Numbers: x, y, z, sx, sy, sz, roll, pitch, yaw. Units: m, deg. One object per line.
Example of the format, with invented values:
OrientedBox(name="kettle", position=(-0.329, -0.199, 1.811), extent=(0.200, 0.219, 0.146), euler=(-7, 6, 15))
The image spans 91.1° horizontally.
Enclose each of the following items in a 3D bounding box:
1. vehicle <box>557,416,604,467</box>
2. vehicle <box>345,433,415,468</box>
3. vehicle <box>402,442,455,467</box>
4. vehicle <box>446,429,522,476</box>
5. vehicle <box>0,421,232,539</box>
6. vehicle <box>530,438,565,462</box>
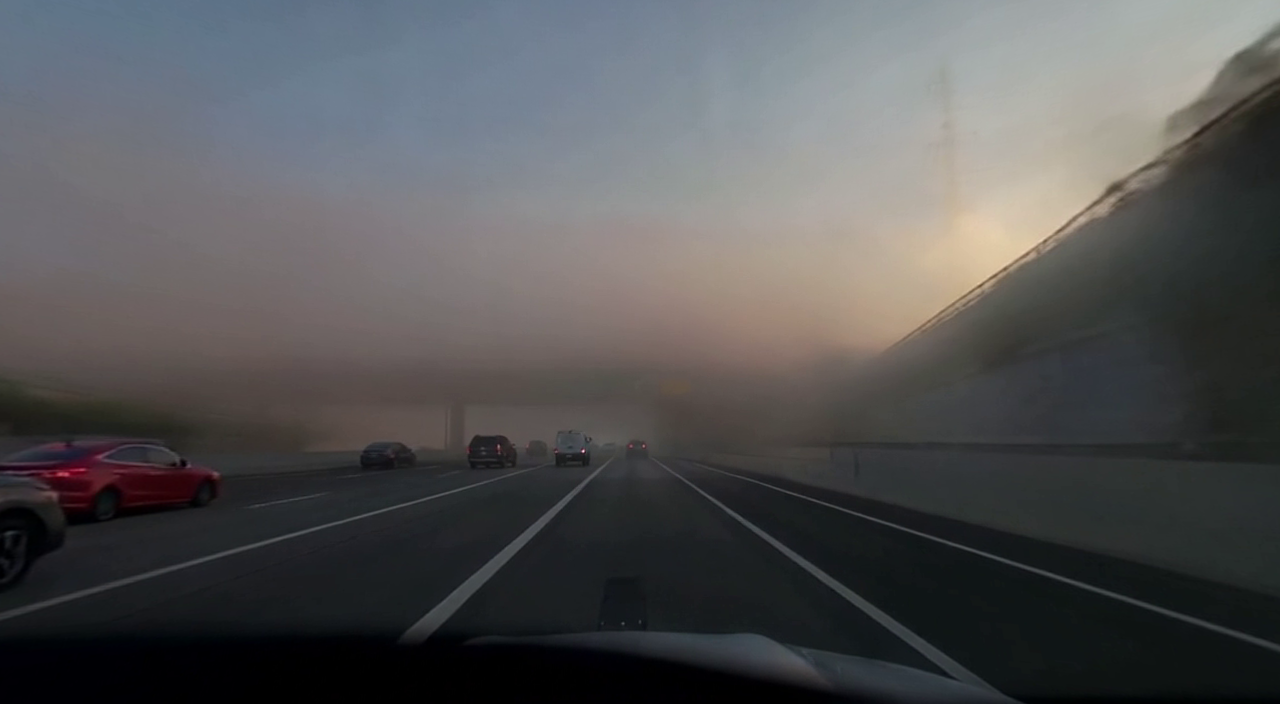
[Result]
OrientedBox(name="vehicle", position=(-3.504, 5.492, 38.434), extent=(2.301, 2.843, 6.458), euler=(0, -8, -1))
OrientedBox(name="vehicle", position=(-17.140, 6.546, 41.813), extent=(2.258, 2.139, 5.495), euler=(0, -8, 1))
OrientedBox(name="vehicle", position=(-13.605, 6.612, 40.638), extent=(1.899, 1.485, 4.368), euler=(0, -8, 0))
OrientedBox(name="vehicle", position=(-6.953, 4.542, 28.532), extent=(2.179, 1.948, 4.618), euler=(0, -8, 1))
OrientedBox(name="vehicle", position=(-10.108, 2.235, 11.613), extent=(1.940, 1.706, 4.678), euler=(0, -8, 0))
OrientedBox(name="vehicle", position=(-7.184, 7.679, 49.382), extent=(2.109, 1.784, 4.709), euler=(0, -8, -1))
